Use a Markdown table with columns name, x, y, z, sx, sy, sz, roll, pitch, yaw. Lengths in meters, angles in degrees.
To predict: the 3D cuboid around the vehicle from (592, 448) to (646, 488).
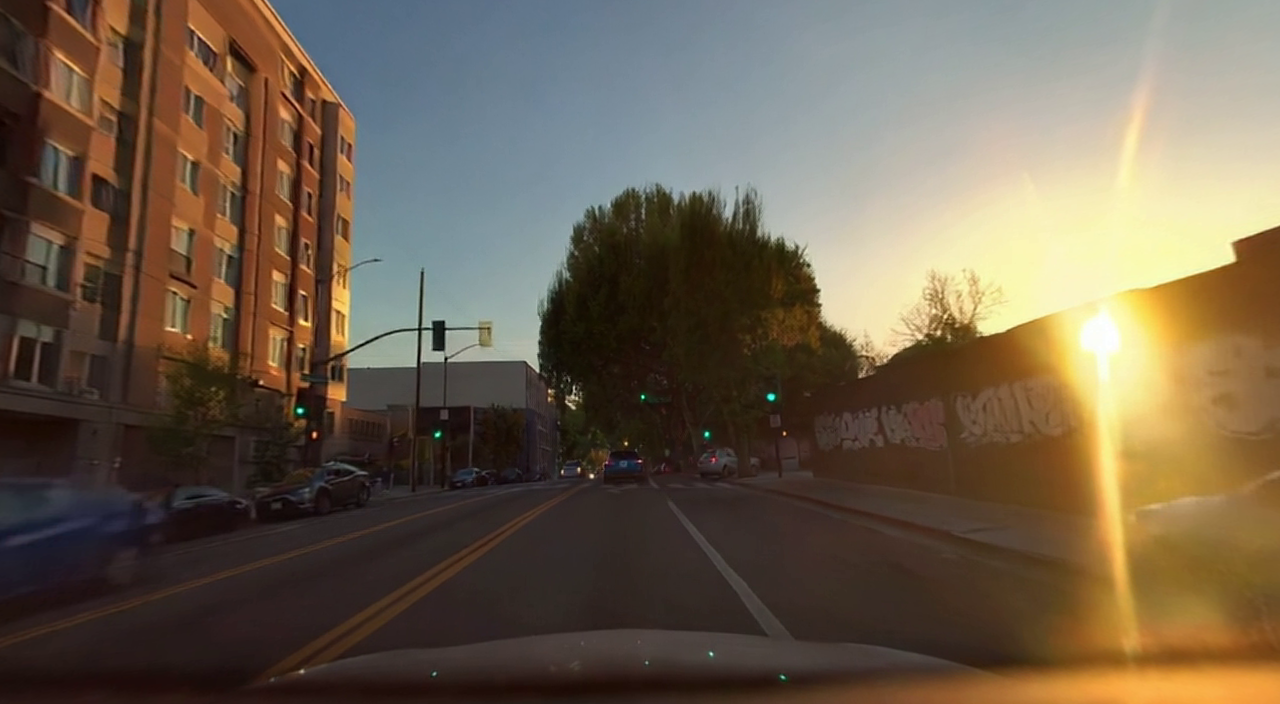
| name | x | y | z | sx | sy | sz | roll | pitch | yaw |
| --- | --- | --- | --- | --- | --- | --- | --- | --- | --- |
| vehicle | -0.885 | 5.056 | 27.888 | 2.166 | 1.579 | 4.300 | 0 | -8 | -1 |

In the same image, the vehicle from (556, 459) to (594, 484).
| name | x | y | z | sx | sy | sz | roll | pitch | yaw |
| --- | --- | --- | --- | --- | --- | --- | --- | --- | --- |
| vehicle | -4.359 | 8.113 | 43.032 | 2.095 | 1.447 | 4.202 | 0 | -8 | 0 |

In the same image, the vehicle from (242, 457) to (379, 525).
| name | x | y | z | sx | sy | sz | roll | pitch | yaw |
| --- | --- | --- | --- | --- | --- | --- | --- | --- | --- |
| vehicle | -11.016 | 4.616 | 21.601 | 2.199 | 1.717 | 4.888 | -5 | -8 | -2 |

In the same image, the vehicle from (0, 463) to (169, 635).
| name | x | y | z | sx | sy | sz | roll | pitch | yaw |
| --- | --- | --- | --- | --- | --- | --- | --- | --- | --- |
| vehicle | -6.510 | 1.732 | 5.228 | 2.040 | 1.402 | 4.237 | -2 | -8 | -1 |

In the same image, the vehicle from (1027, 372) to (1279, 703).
| name | x | y | z | sx | sy | sz | roll | pitch | yaw |
| --- | --- | --- | --- | --- | --- | --- | --- | --- | --- |
| vehicle | 4.071 | 0.914 | 2.587 | 2.025 | 1.758 | 4.463 | 0 | -8 | -2 |

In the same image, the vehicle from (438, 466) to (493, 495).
| name | x | y | z | sx | sy | sz | roll | pitch | yaw |
| --- | --- | --- | --- | --- | --- | --- | --- | --- | --- |
| vehicle | -10.877 | 8.031 | 39.695 | 2.070 | 1.476 | 4.508 | -1 | -8 | 1 |

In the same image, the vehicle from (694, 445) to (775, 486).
| name | x | y | z | sx | sy | sz | roll | pitch | yaw |
| --- | --- | --- | --- | --- | --- | --- | --- | --- | --- |
| vehicle | 4.590 | 5.337 | 30.220 | 2.207 | 1.761 | 4.292 | -6 | -10 | 32 |
